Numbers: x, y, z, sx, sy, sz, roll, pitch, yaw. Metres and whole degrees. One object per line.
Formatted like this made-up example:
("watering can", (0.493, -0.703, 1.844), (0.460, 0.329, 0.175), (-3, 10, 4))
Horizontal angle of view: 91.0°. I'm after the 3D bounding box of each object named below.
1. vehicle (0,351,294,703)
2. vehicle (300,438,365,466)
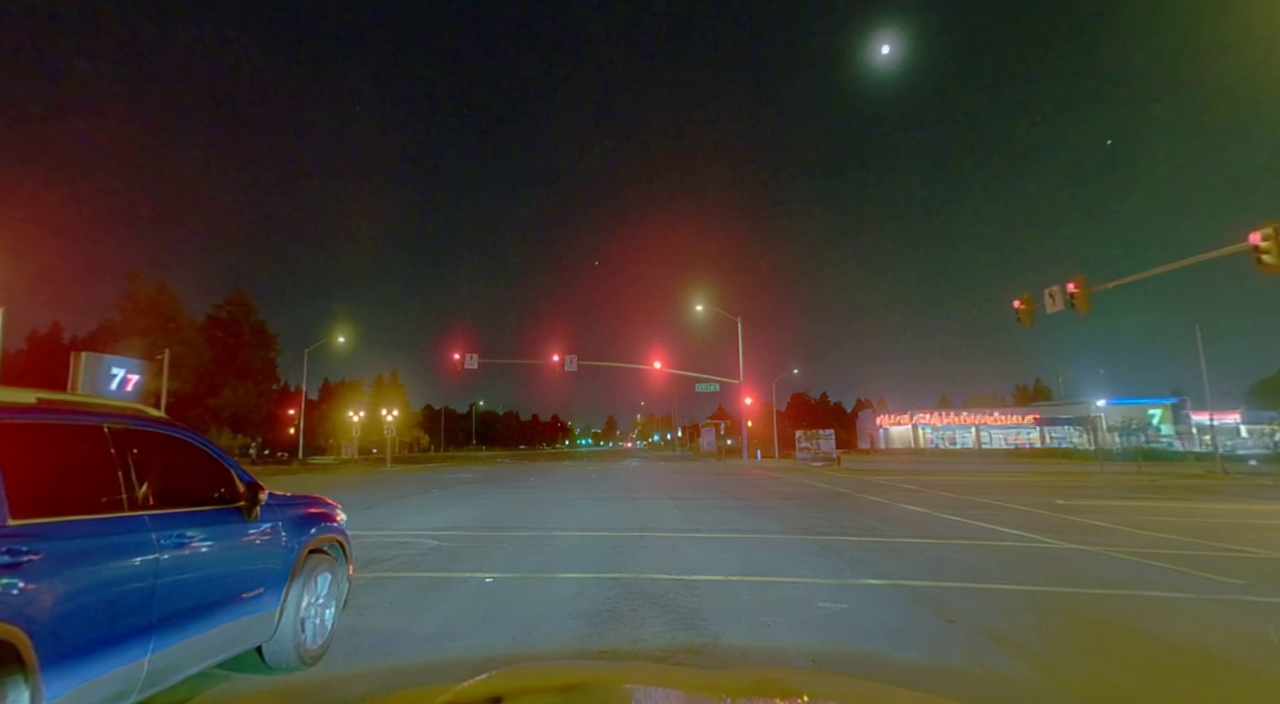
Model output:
("vehicle", (-3.421, 0.803, 2.046), (2.053, 1.690, 4.364), (0, -9, 1))
("vehicle", (-20.459, 6.679, 42.144), (2.004, 1.699, 4.486), (0, -9, 1))
